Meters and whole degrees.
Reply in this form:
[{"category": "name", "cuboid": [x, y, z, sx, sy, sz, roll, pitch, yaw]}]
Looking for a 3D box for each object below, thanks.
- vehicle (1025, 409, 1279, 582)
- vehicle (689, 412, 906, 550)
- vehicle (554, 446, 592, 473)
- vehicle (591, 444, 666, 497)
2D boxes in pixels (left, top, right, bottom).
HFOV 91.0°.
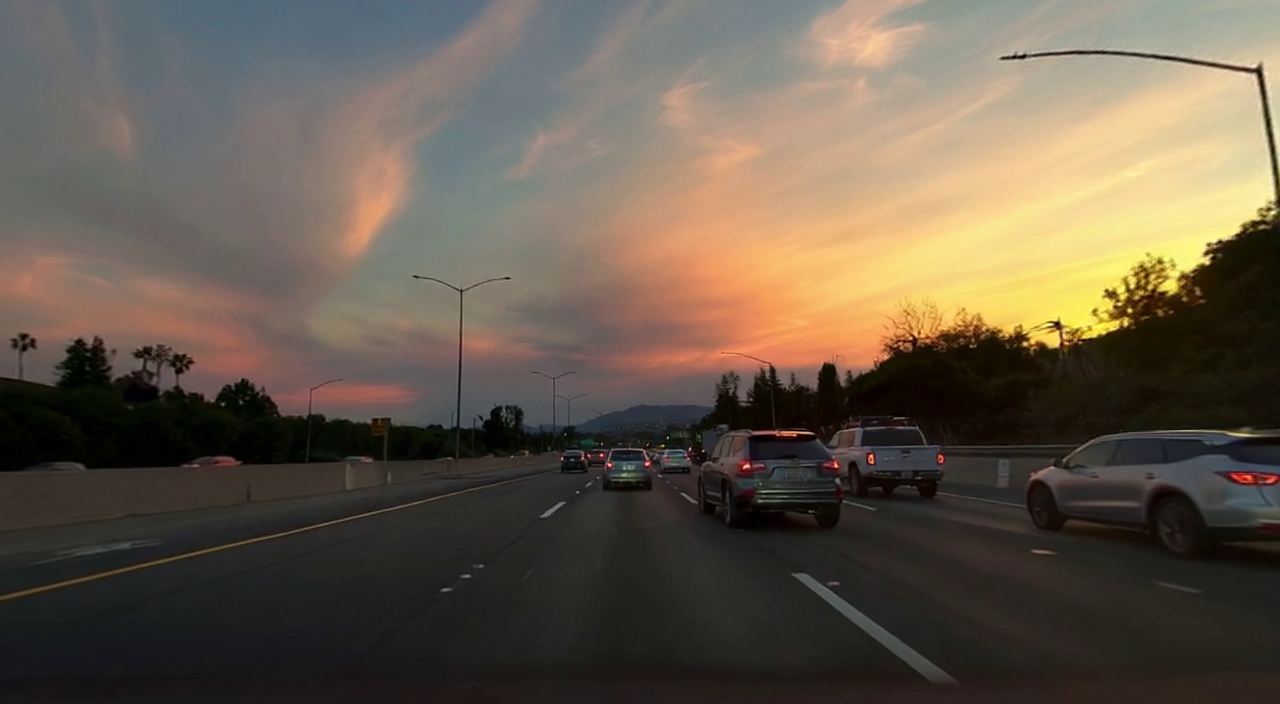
[{"category": "vehicle", "cuboid": [7.134, 1.638, 7.716, 1.972, 1.647, 4.429, 0, -9, 0]}, {"category": "vehicle", "cuboid": [2.181, 1.954, 10.115, 2.230, 1.740, 3.976, 1, -9, -3]}, {"category": "vehicle", "cuboid": [-4.166, 6.743, 39.773, 1.889, 1.600, 4.043, 0, -9, 1]}, {"category": "vehicle", "cuboid": [-0.303, 3.733, 20.237, 2.157, 1.495, 4.038, 0, -9, 1]}]
